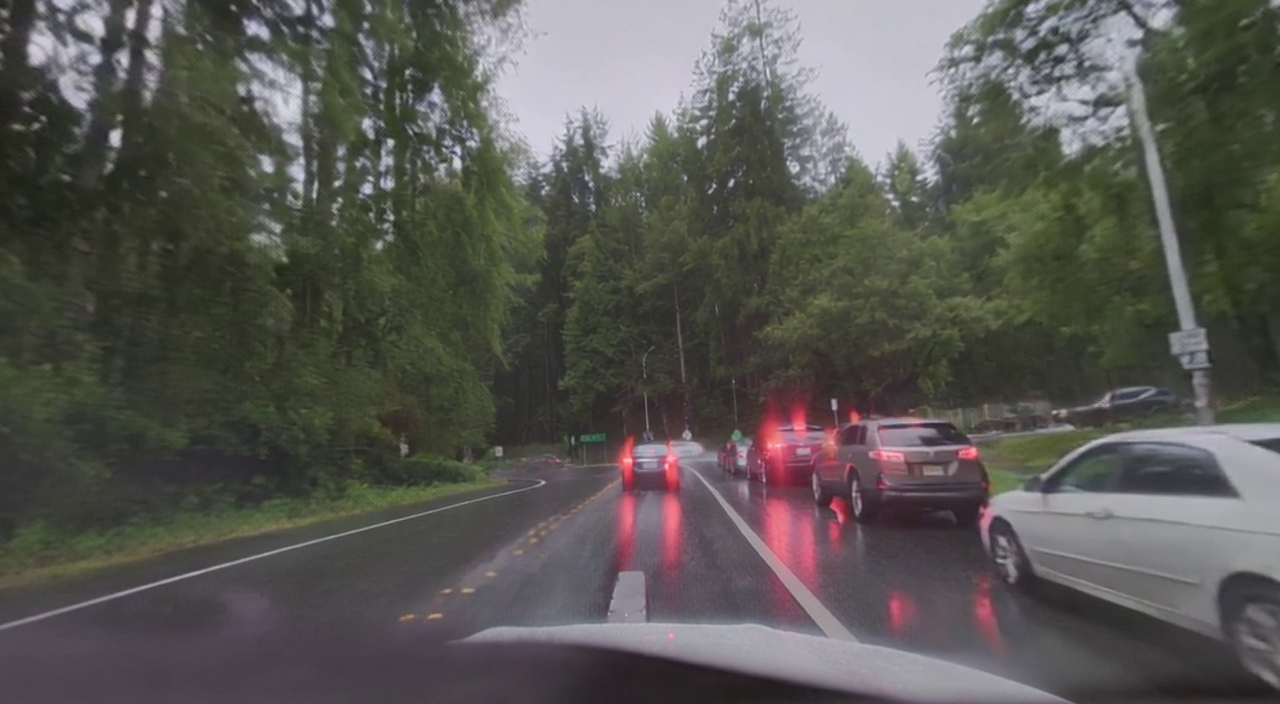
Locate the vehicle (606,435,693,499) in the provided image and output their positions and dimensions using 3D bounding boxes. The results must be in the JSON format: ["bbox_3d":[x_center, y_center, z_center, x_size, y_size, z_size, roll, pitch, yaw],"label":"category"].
[{"bbox_3d":[0.290,3.034,17.109,2.078,1.521,4.058,0,-8,2],"label":"vehicle"}]

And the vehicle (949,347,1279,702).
[{"bbox_3d":[4.162,0.997,4.162,1.969,1.738,4.515,0,-8,1],"label":"vehicle"}]

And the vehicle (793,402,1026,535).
[{"bbox_3d":[4.263,1.920,10.978,2.093,1.822,4.483,0,-8,1],"label":"vehicle"}]
